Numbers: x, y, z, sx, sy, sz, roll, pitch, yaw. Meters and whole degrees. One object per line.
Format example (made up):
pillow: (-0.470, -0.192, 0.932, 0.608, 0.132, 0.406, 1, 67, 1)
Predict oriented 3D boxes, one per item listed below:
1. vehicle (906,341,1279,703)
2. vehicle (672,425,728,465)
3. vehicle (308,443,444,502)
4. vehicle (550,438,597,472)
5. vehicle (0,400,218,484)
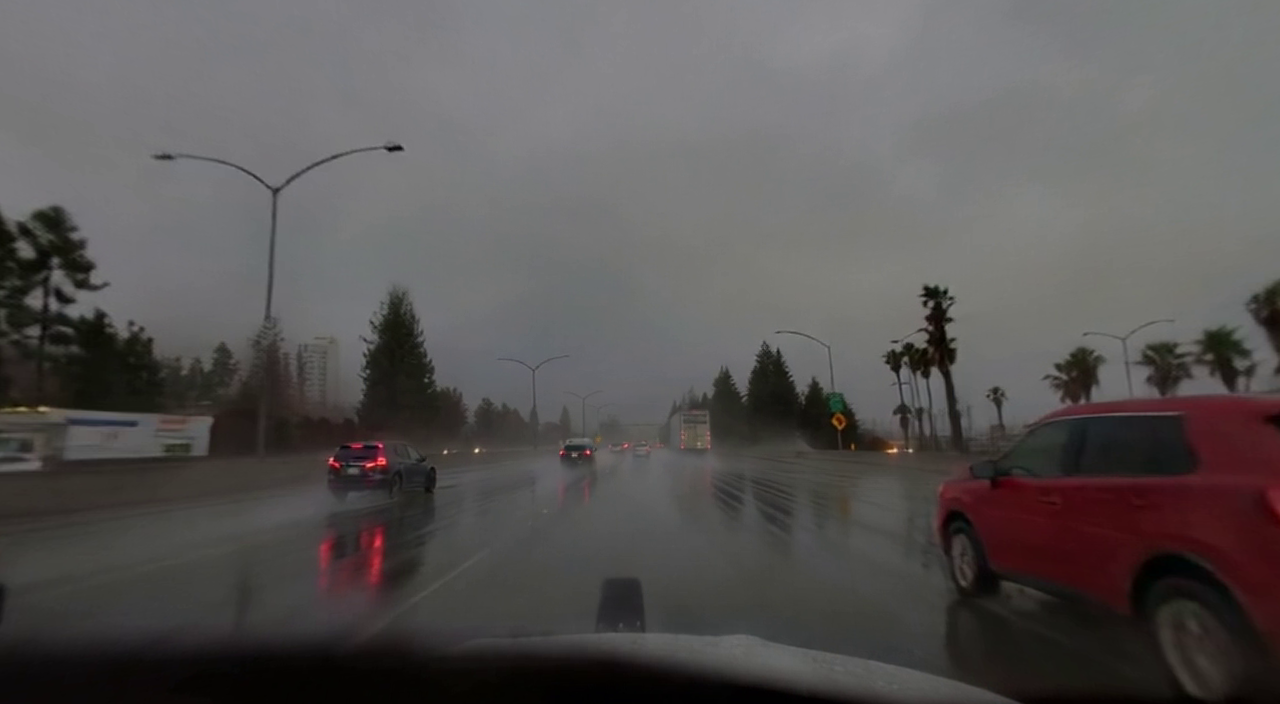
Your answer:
vehicle: (3.760, 1.017, 4.062, 2.124, 1.674, 4.494, 0, -9, 0)
vehicle: (4.280, 7.229, 48.741, 2.891, 2.596, 15.534, 0, -9, 0)
vehicle: (-7.481, 3.429, 18.409, 2.050, 1.487, 4.372, 0, -9, 1)
vehicle: (-3.467, 5.470, 33.558, 2.017, 1.683, 4.094, 0, -9, 0)
vehicle: (-31.969, 5.388, 37.089, 2.901, 3.928, 16.262, 0, -9, 0)
